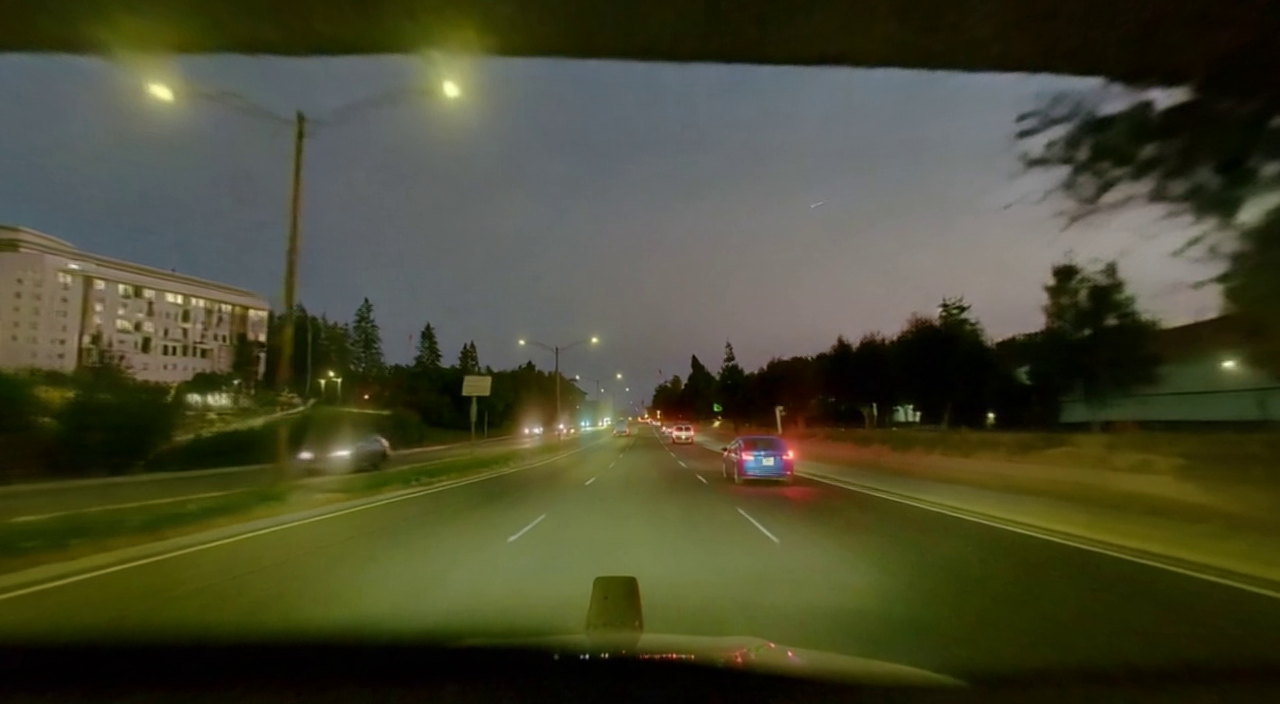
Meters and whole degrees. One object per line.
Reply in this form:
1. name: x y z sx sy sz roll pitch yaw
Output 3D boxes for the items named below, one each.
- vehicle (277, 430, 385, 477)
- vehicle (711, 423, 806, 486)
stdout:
1. vehicle: -12.249 4.042 25.337 1.976 1.694 4.453 0 -8 2
2. vehicle: 3.569 3.187 19.849 2.110 1.712 4.489 0 -8 0
